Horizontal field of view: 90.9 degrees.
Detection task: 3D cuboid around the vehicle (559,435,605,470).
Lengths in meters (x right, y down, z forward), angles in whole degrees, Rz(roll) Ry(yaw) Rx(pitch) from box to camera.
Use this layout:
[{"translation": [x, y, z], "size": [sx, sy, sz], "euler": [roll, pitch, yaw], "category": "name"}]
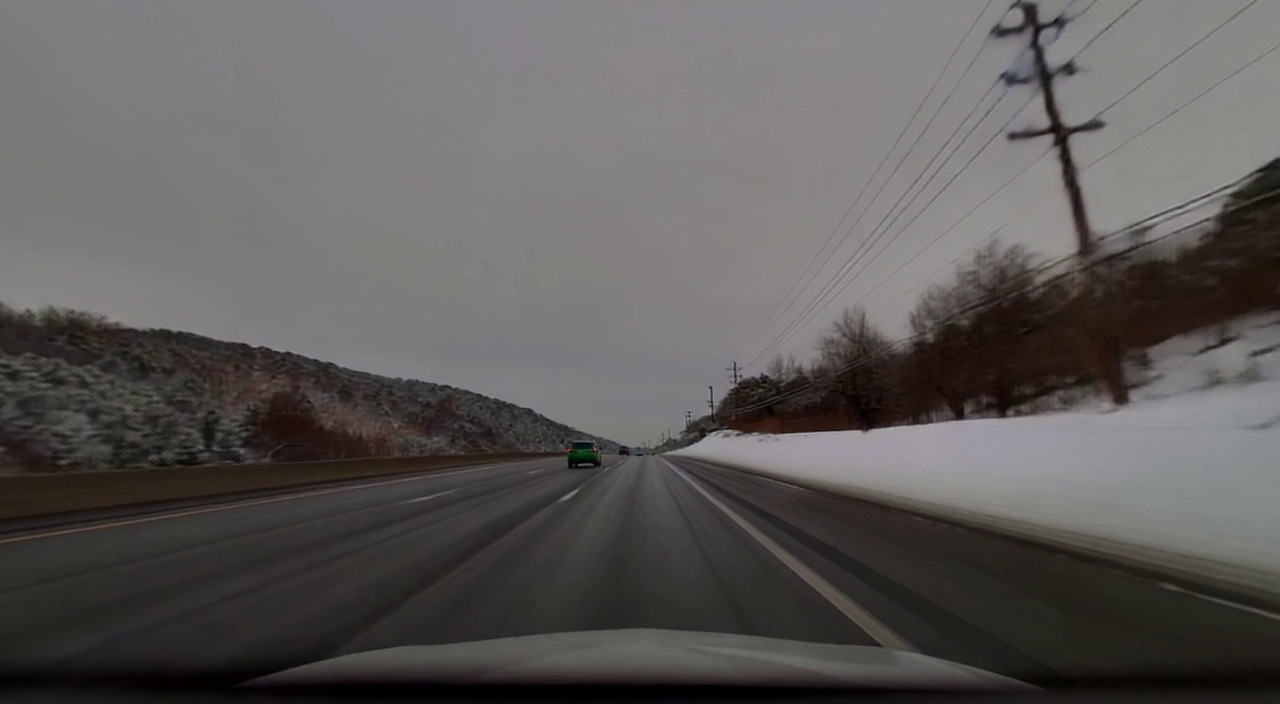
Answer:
[{"translation": [-3.202, 5.695, 35.876], "size": [2.136, 1.845, 4.515], "euler": [0, -8, 1], "category": "vehicle"}]
